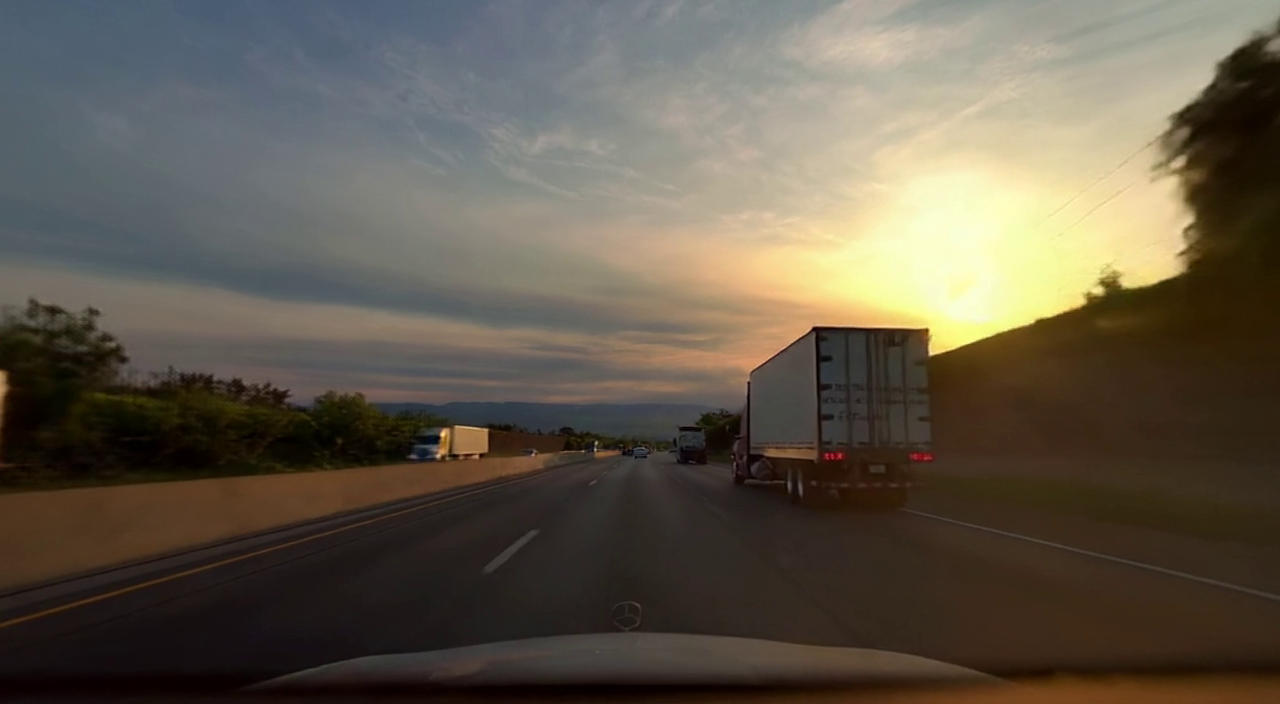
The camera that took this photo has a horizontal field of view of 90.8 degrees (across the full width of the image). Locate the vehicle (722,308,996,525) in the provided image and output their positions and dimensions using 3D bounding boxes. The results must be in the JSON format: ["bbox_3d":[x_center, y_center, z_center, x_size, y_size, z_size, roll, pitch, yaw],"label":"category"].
[{"bbox_3d":[4.454,1.897,16.181,3.032,3.785,10.333,0,-9,-1],"label":"vehicle"}]
